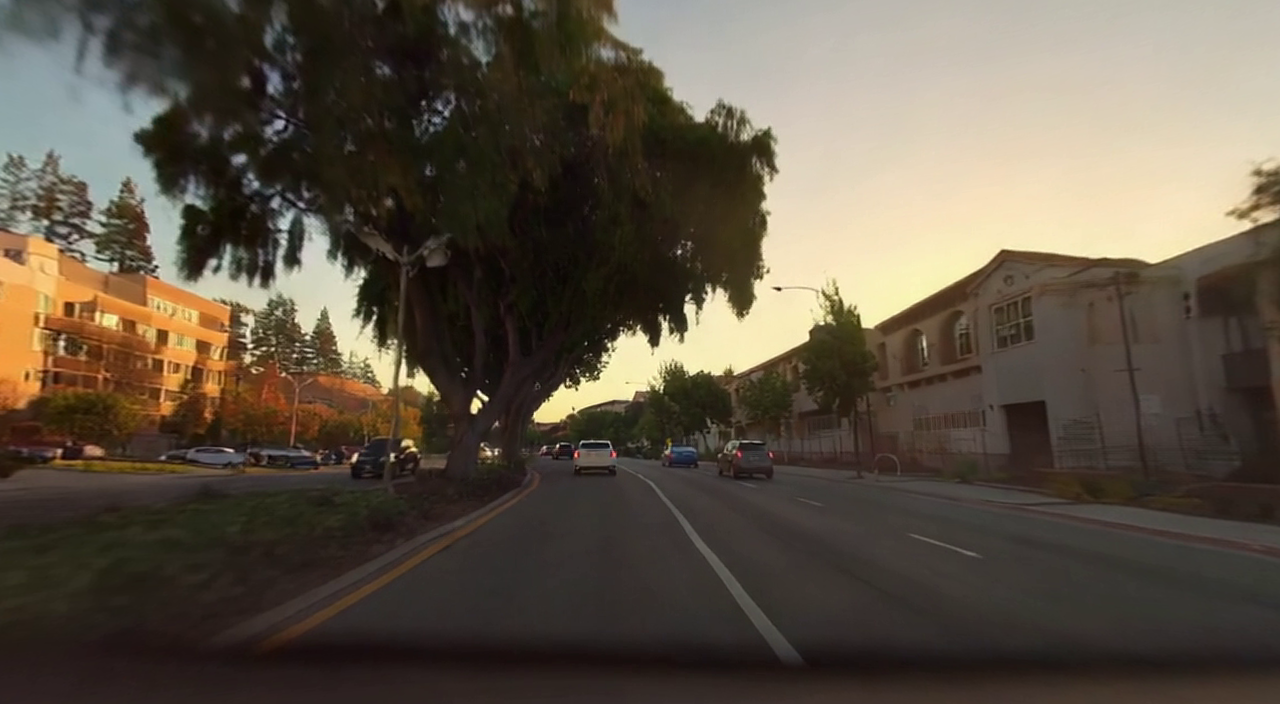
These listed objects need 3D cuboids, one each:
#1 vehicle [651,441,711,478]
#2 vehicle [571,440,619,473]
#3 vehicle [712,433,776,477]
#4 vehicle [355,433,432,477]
[{"bbox_3d":[1.699,4.672,27.721,1.993,1.477,4.240,1,-9,-5],"label":"vehicle"},{"bbox_3d":[-2.173,4.946,30.035,2.101,1.444,4.248,1,-9,-4],"label":"vehicle"},{"bbox_3d":[5.105,5.138,31.703,2.052,1.990,4.736,1,-9,-5],"label":"vehicle"},{"bbox_3d":[-11.512,4.833,29.824,2.166,1.867,4.459,1,-9,-5],"label":"vehicle"}]
